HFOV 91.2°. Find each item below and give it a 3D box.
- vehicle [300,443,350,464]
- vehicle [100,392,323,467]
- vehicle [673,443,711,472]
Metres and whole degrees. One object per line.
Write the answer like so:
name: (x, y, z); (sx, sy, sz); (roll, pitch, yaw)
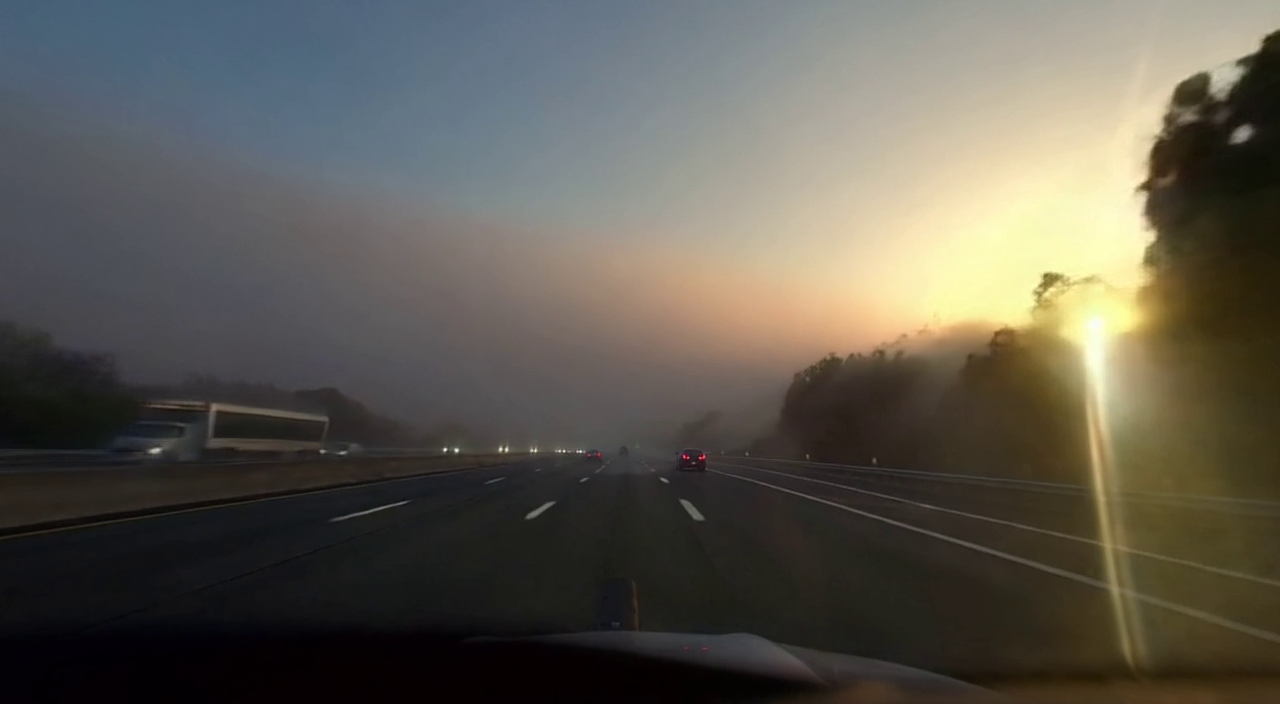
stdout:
vehicle: (-23.883, 7.719, 47.652); (1.698, 1.472, 4.001); (0, -9, -1)
vehicle: (-27.649, 5.563, 42.723); (3.529, 4.078, 17.308); (0, -9, -2)
vehicle: (3.038, 6.228, 37.196); (1.895, 1.555, 4.030); (0, -9, 0)
